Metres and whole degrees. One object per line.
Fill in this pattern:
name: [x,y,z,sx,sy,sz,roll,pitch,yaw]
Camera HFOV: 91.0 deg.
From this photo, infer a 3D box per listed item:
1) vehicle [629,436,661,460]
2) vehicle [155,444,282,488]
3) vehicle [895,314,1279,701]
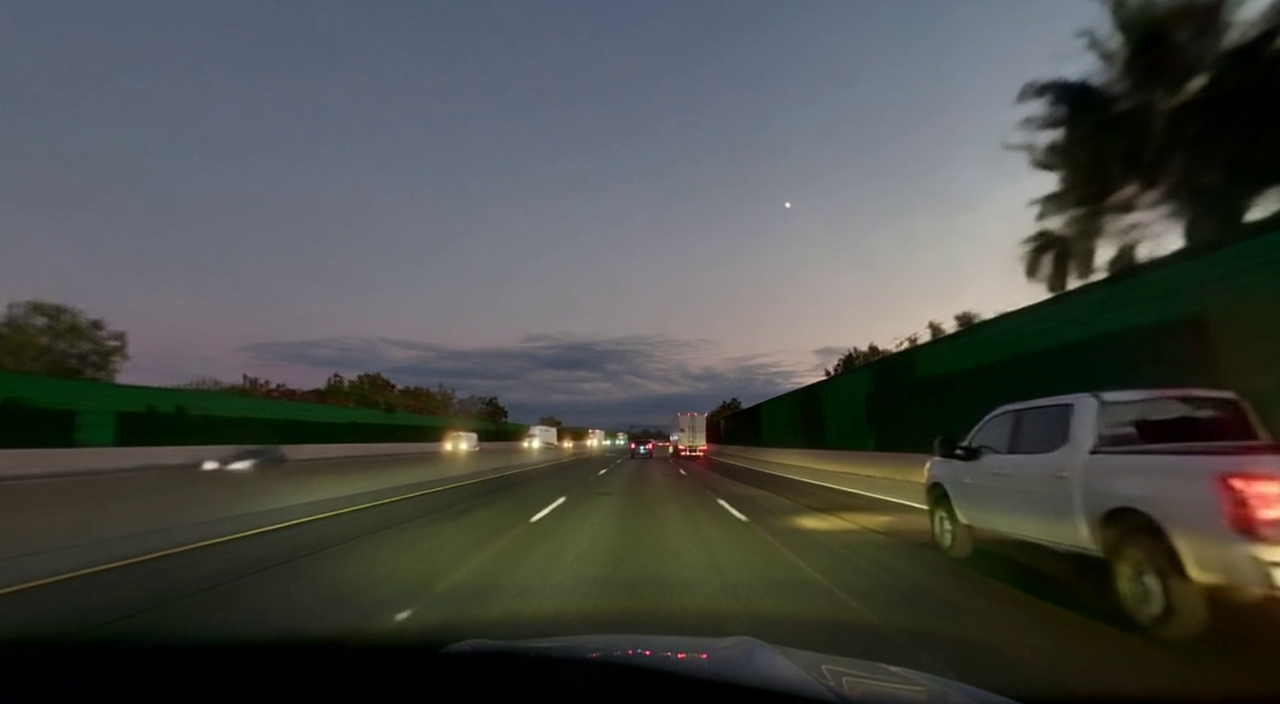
vehicle: [0.337,7.472,49.237,2.389,1.760,4.473,0,-8,0]
vehicle: [-15.713,4.239,23.751,1.908,1.466,3.993,0,-8,2]
vehicle: [4.346,1.082,5.241,2.209,1.943,5.262,0,-8,0]
